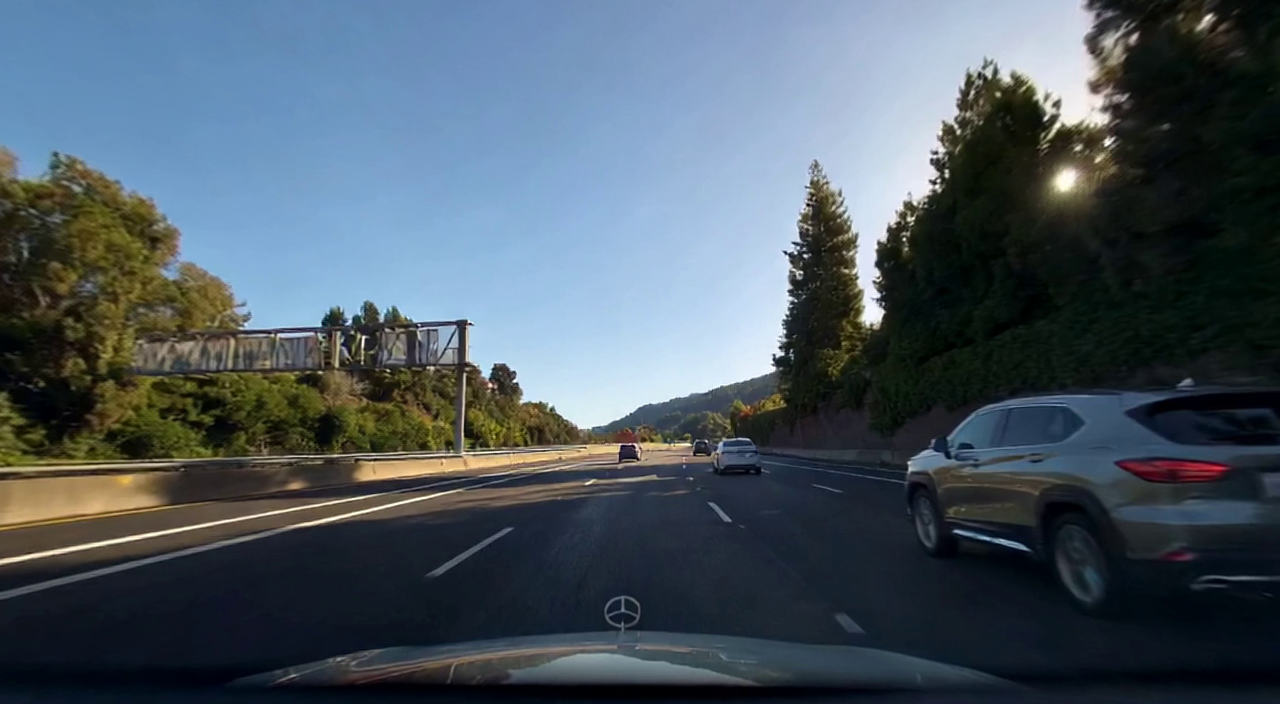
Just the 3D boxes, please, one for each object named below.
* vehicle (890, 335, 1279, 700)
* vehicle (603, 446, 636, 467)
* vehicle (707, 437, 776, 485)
[{"bbox_3d":[4.131,1.162,5.459,2.165,1.881,4.274,0,-9,0],"label":"vehicle"},{"bbox_3d":[-1.470,7.703,46.709,1.972,1.444,4.191,-1,-9,4],"label":"vehicle"},{"bbox_3d":[3.952,4.343,25.473,2.075,1.743,4.410,0,-9,0],"label":"vehicle"}]
